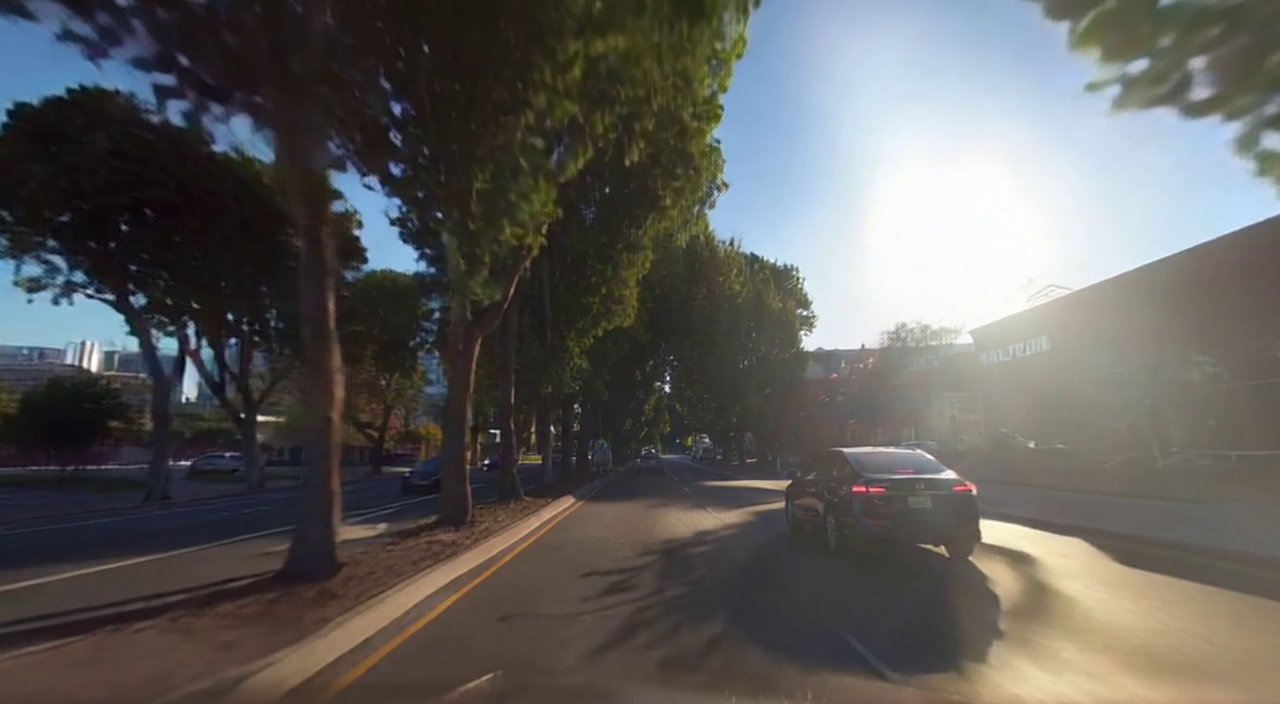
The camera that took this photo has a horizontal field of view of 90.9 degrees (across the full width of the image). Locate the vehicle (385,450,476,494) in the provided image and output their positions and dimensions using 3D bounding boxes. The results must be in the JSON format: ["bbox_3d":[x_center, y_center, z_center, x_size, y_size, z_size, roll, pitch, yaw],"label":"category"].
[{"bbox_3d":[-8.042,4.612,24.650,1.958,1.487,4.451,0,-8,1],"label":"vehicle"}]

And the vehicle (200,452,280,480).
[{"bbox_3d":[-26.466,7.542,41.952,1.913,1.678,5.017,0,-8,1],"label":"vehicle"}]

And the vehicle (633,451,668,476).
[{"bbox_3d":[0.594,6.465,36.679,1.945,1.343,3.827,0,-8,0],"label":"vehicle"}]

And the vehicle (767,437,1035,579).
[{"bbox_3d":[3.216,1.978,8.854,1.989,1.498,4.050,0,-8,0],"label":"vehicle"}]
